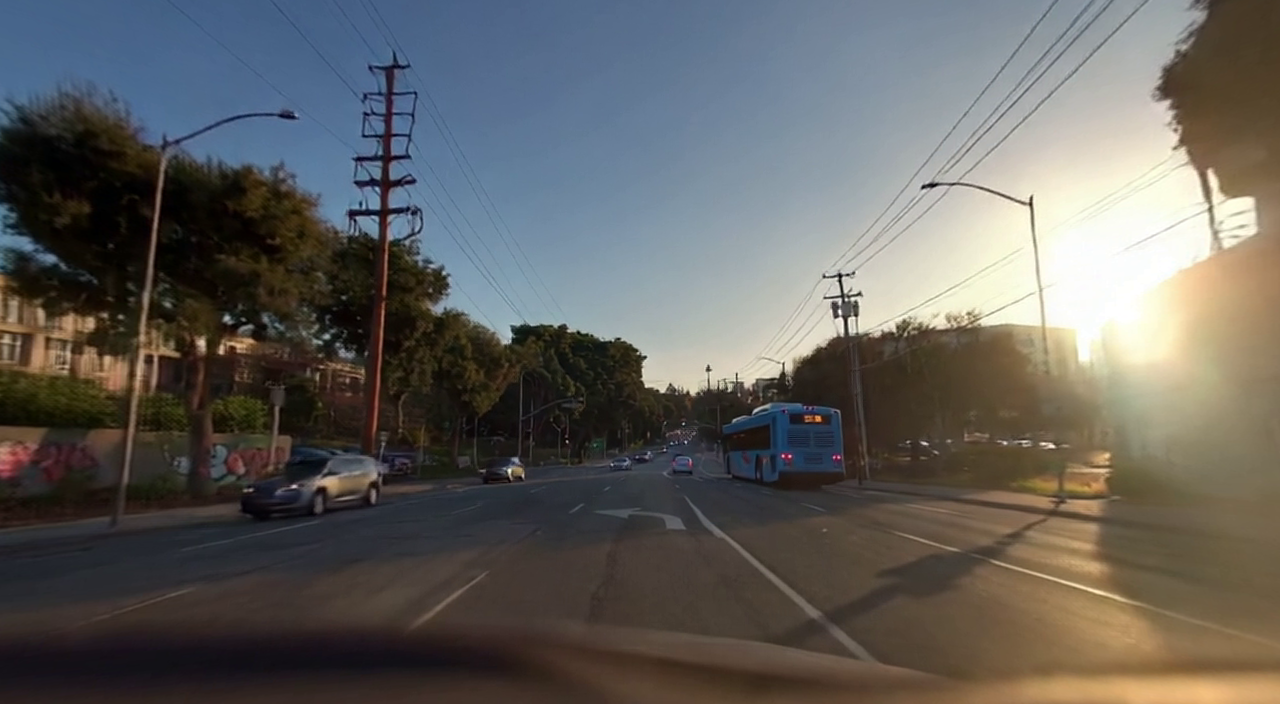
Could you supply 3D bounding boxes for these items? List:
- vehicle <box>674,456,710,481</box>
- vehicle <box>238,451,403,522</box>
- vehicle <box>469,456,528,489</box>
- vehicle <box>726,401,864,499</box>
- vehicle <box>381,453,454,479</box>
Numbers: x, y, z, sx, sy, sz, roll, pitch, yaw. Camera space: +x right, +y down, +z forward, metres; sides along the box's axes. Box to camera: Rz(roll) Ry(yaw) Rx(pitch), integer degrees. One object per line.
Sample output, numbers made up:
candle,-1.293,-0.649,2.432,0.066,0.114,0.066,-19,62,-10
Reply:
vehicle,3.342,7.531,41.053,1.961,1.470,4.196,0,-8,0
vehicle,-8.744,3.684,17.889,2.011,1.672,4.637,-1,-8,3
vehicle,-7.973,6.786,35.934,2.017,1.659,4.405,-1,-8,5
vehicle,6.316,4.367,28.631,3.045,3.447,12.604,0,-8,0
vehicle,-16.926,8.663,48.247,4.707,1.825,2.207,1,-8,3
